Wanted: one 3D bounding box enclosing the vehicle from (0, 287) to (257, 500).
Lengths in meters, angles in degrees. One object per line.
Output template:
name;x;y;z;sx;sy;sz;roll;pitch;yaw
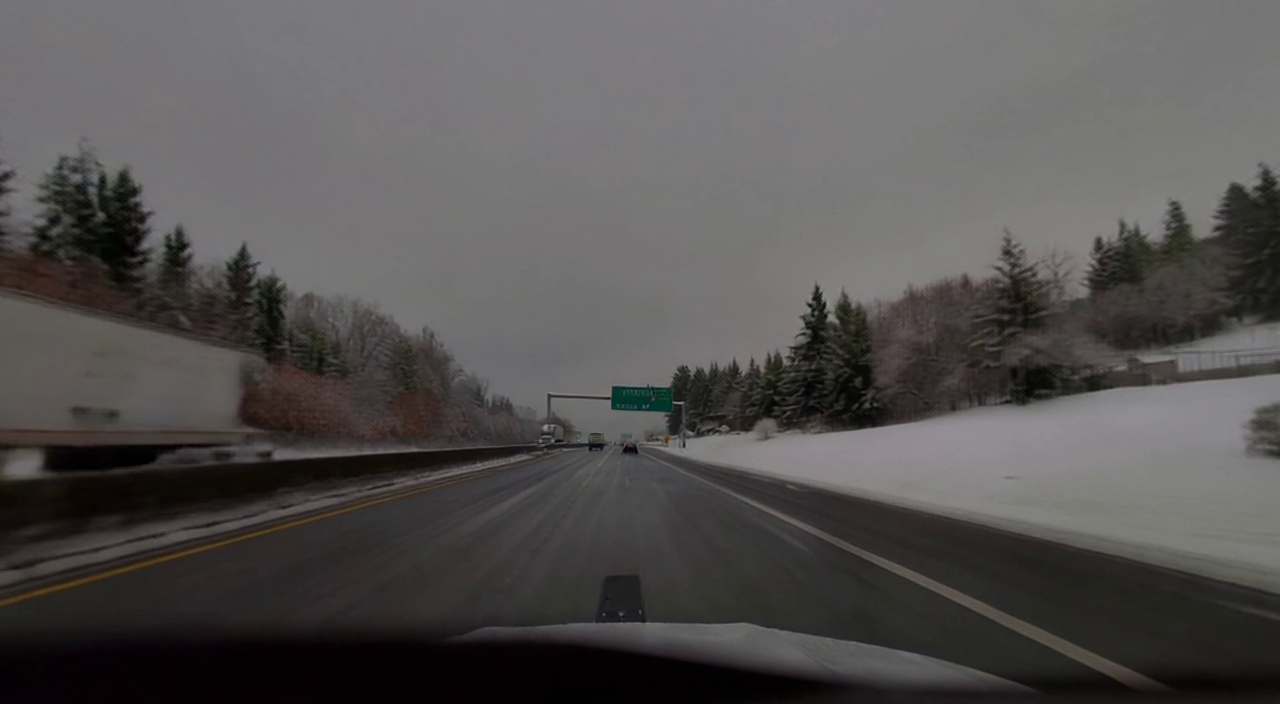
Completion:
vehicle;-13.995;1.356;16.191;2.894;4.114;8.618;1;-8;-1
